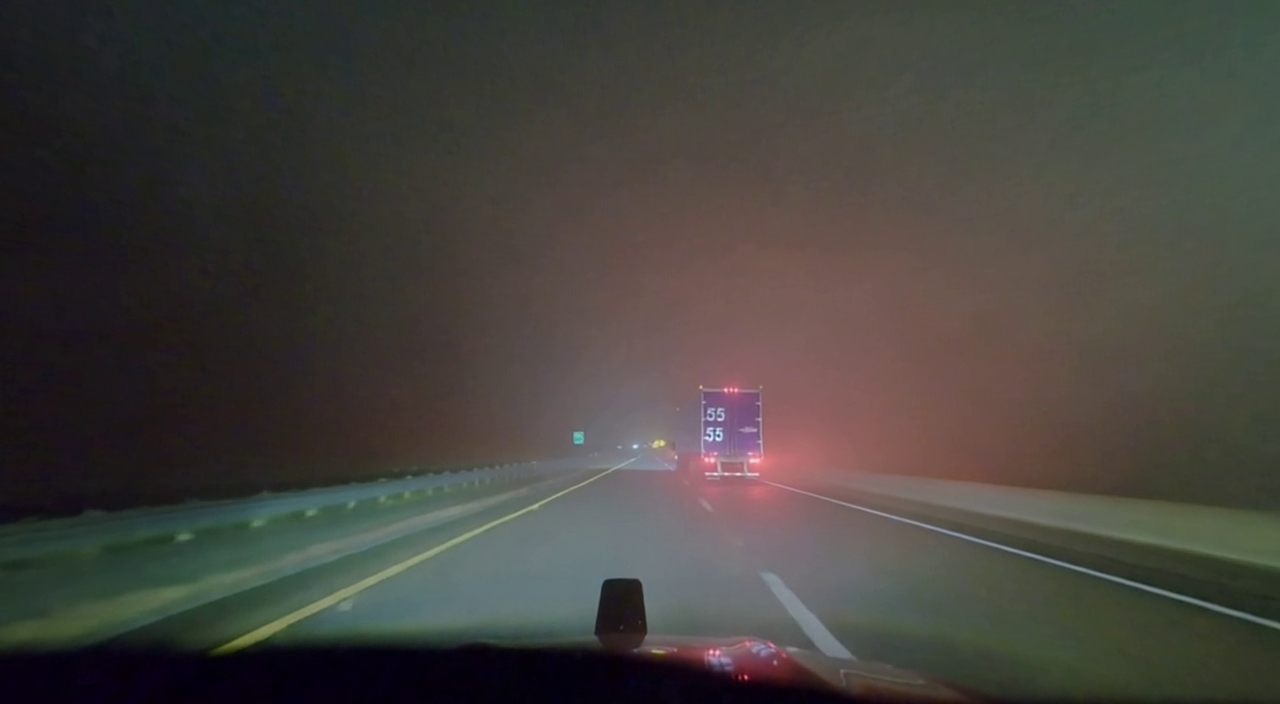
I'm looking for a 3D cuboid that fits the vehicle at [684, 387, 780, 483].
[{"bbox_3d":[3.948,4.013,29.770,3.107,3.718,10.231,0,-9,1],"label":"vehicle"}]
